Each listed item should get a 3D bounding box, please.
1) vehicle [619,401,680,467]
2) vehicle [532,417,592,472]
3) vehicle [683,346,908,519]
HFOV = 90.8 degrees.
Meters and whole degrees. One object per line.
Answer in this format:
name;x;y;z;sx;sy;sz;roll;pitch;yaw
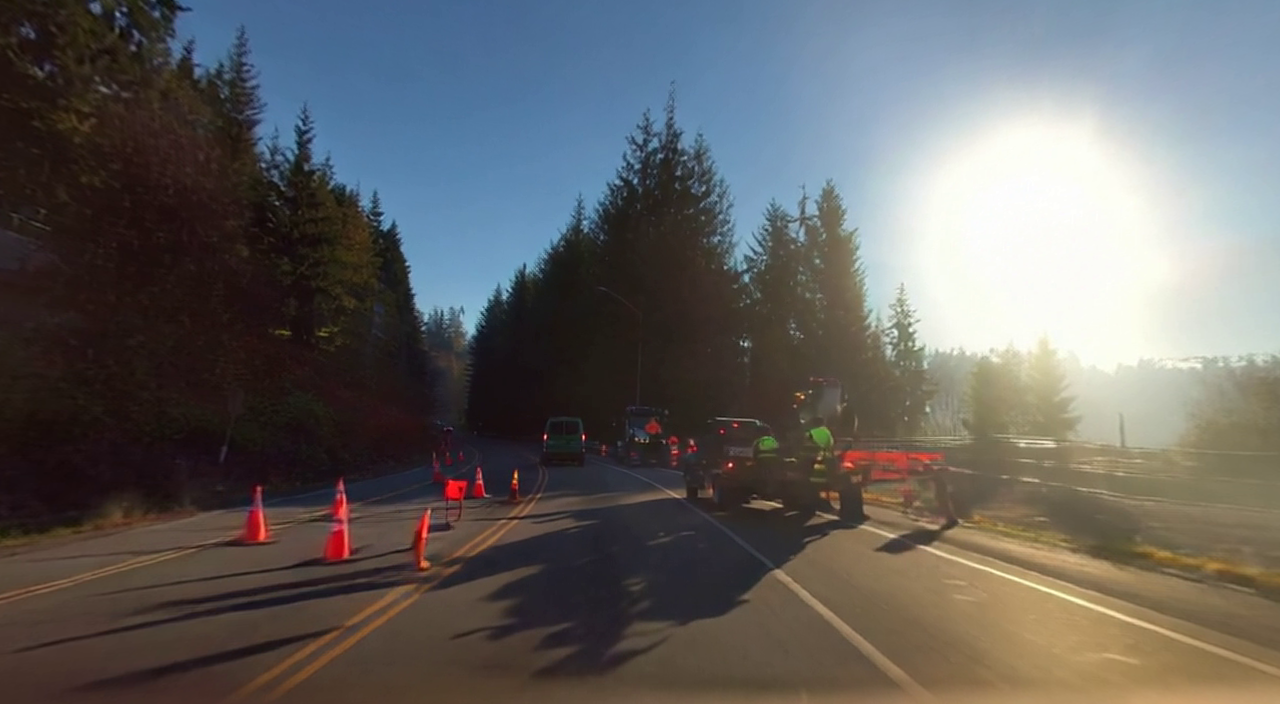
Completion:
vehicle;0.367;4.133;31.508;2.703;3.066;4.047;1;-9;-4
vehicle;-3.573;4.132;28.271;2.362;2.223;4.892;2;-9;-10
vehicle;3.303;2.092;16.537;3.126;3.310;8.534;0;-8;-4
